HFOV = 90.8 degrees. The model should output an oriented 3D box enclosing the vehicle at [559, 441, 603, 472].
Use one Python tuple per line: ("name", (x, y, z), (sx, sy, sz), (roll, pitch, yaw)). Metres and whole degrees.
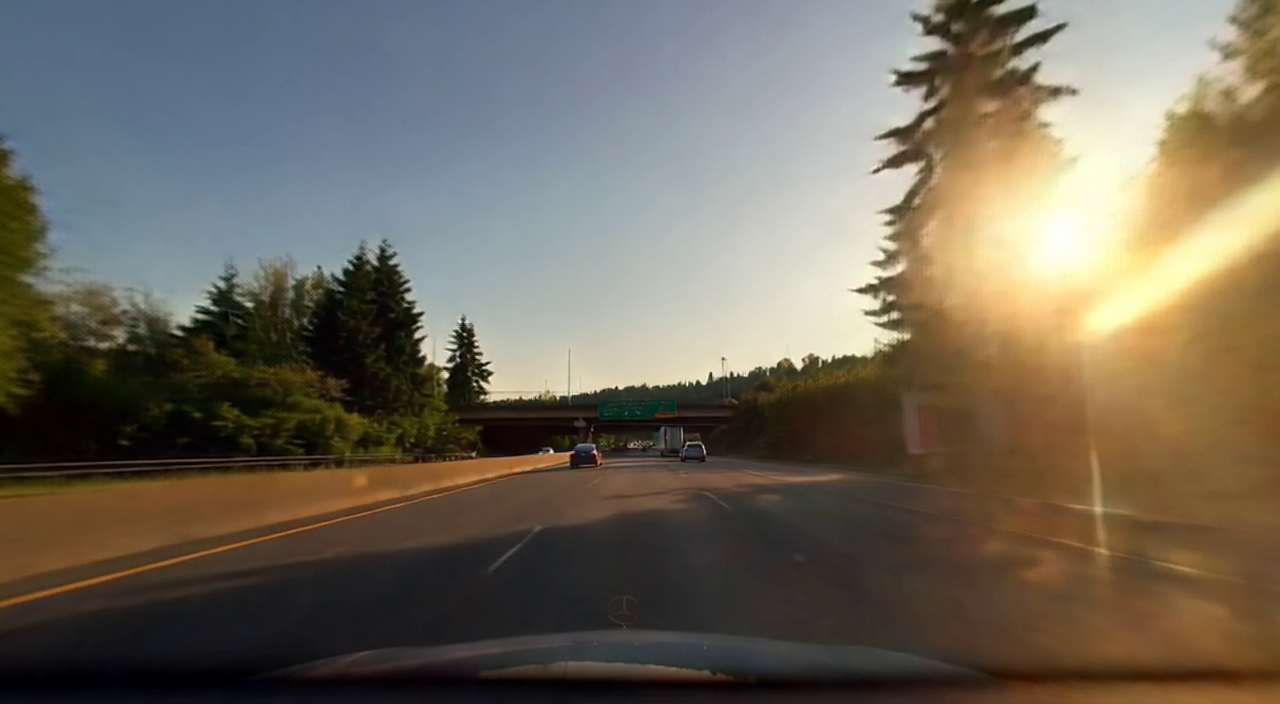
("vehicle", (-3.567, 6.478, 39.270), (2.238, 1.792, 4.518), (0, -9, 1))
